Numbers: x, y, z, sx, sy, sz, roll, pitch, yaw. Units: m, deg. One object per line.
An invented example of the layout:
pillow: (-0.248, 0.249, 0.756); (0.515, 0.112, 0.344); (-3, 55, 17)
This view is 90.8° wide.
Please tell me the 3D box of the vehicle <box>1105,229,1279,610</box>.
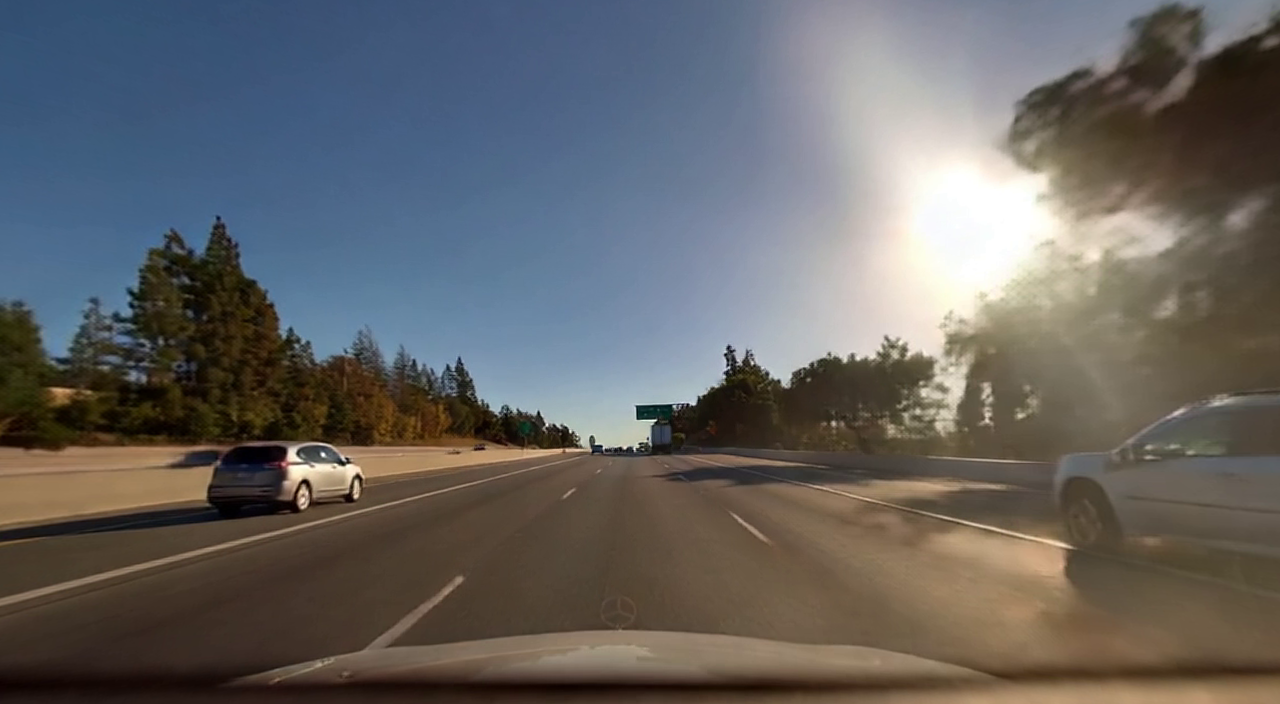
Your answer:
vehicle: (6.153, 0.225, 2.944); (2.530, 2.821, 6.720); (0, -9, -3)

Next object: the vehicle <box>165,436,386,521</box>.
vehicle: (-7.384, 2.584, 13.493); (2.033, 1.494, 4.508); (0, -9, 0)
